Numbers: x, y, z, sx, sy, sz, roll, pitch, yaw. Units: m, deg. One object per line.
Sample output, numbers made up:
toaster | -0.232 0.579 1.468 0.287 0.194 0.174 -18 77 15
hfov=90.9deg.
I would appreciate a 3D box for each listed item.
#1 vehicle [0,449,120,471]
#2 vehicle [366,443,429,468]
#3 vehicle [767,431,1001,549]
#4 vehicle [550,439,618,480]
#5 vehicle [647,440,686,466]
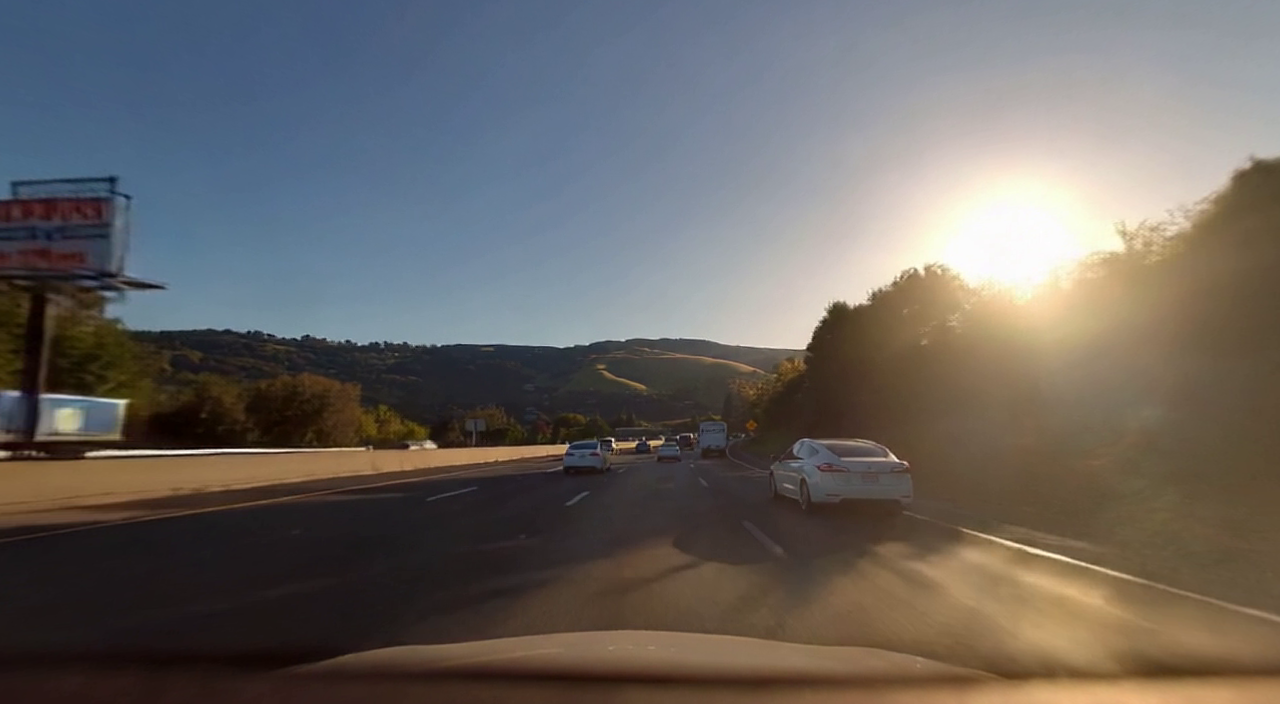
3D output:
vehicle | -31.648 5.357 31.340 2.779 0.963 9.612 -1 -8 7
vehicle | -15.304 6.535 40.032 1.976 1.471 4.337 -1 -8 4
vehicle | 3.508 2.056 10.133 2.013 1.464 4.317 0 -8 0
vehicle | -2.142 4.299 25.575 2.031 1.491 4.792 -1 -8 3
vehicle | 1.671 6.128 38.449 2.202 1.467 3.929 -1 -8 4
